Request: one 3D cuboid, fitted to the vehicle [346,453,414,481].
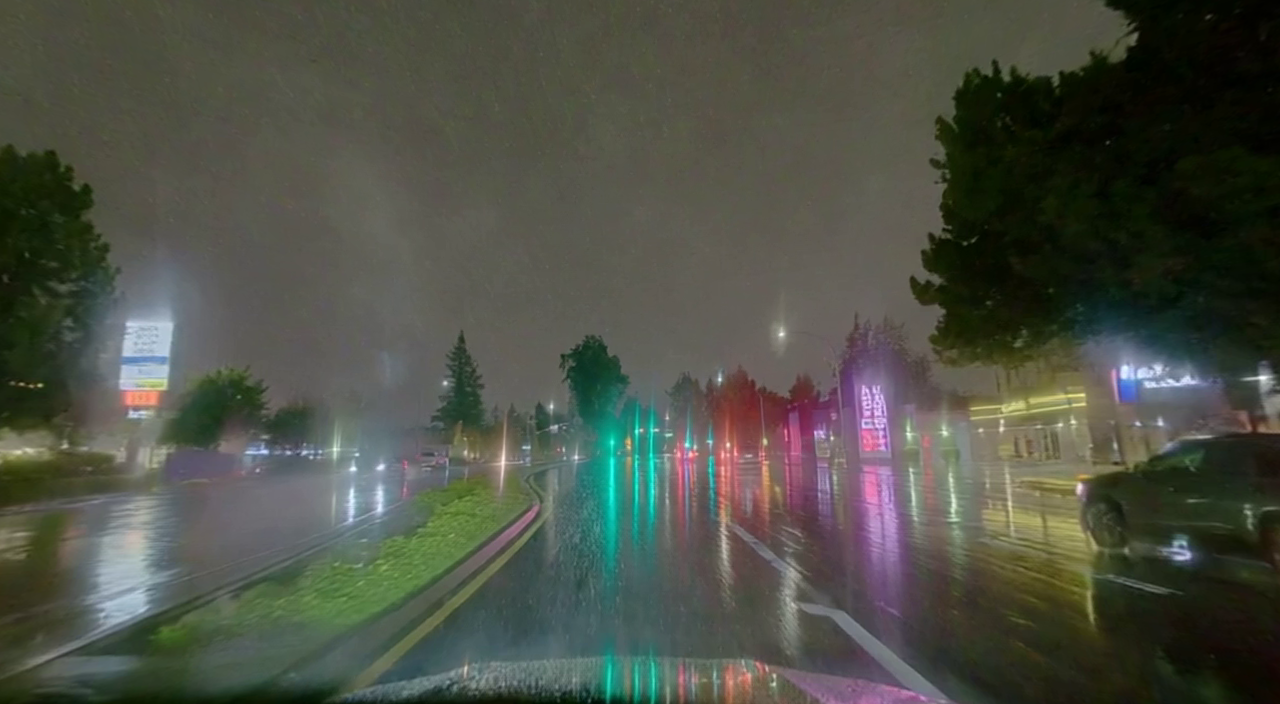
[{"bbox_3d":[-15.040,6.653,36.848,2.001,1.485,4.469,-1,-8,2],"label":"vehicle"}]

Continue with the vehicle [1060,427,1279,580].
[{"bbox_3d":[7.132,1.599,7.019,1.936,1.460,4.258,0,-8,-1],"label":"vehicle"}]

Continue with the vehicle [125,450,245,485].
[{"bbox_3d":[-27.932,7.082,39.002,5.702,1.985,2.175,7,-12,-35],"label":"vehicle"}]
